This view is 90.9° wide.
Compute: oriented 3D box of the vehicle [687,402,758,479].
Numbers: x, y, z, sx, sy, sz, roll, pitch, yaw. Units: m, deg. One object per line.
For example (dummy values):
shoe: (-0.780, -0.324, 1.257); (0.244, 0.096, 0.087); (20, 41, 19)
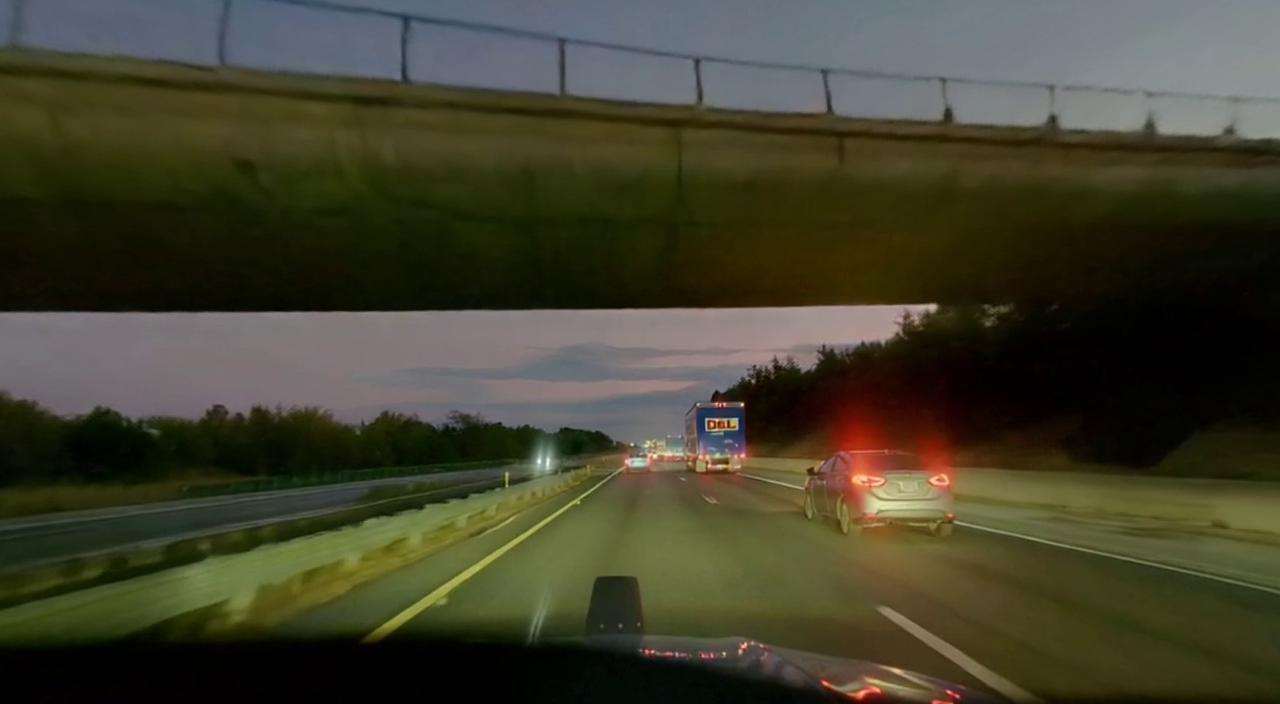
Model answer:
vehicle: (4.632, 5.280, 37.208); (2.838, 3.985, 8.010); (0, -9, -1)

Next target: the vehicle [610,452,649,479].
vehicle: (-0.573, 6.438, 35.949); (2.055, 1.445, 3.661); (0, -9, 0)

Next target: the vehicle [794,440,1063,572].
vehicle: (3.783, 2.066, 9.248); (1.894, 1.452, 4.164); (0, -9, -1)
